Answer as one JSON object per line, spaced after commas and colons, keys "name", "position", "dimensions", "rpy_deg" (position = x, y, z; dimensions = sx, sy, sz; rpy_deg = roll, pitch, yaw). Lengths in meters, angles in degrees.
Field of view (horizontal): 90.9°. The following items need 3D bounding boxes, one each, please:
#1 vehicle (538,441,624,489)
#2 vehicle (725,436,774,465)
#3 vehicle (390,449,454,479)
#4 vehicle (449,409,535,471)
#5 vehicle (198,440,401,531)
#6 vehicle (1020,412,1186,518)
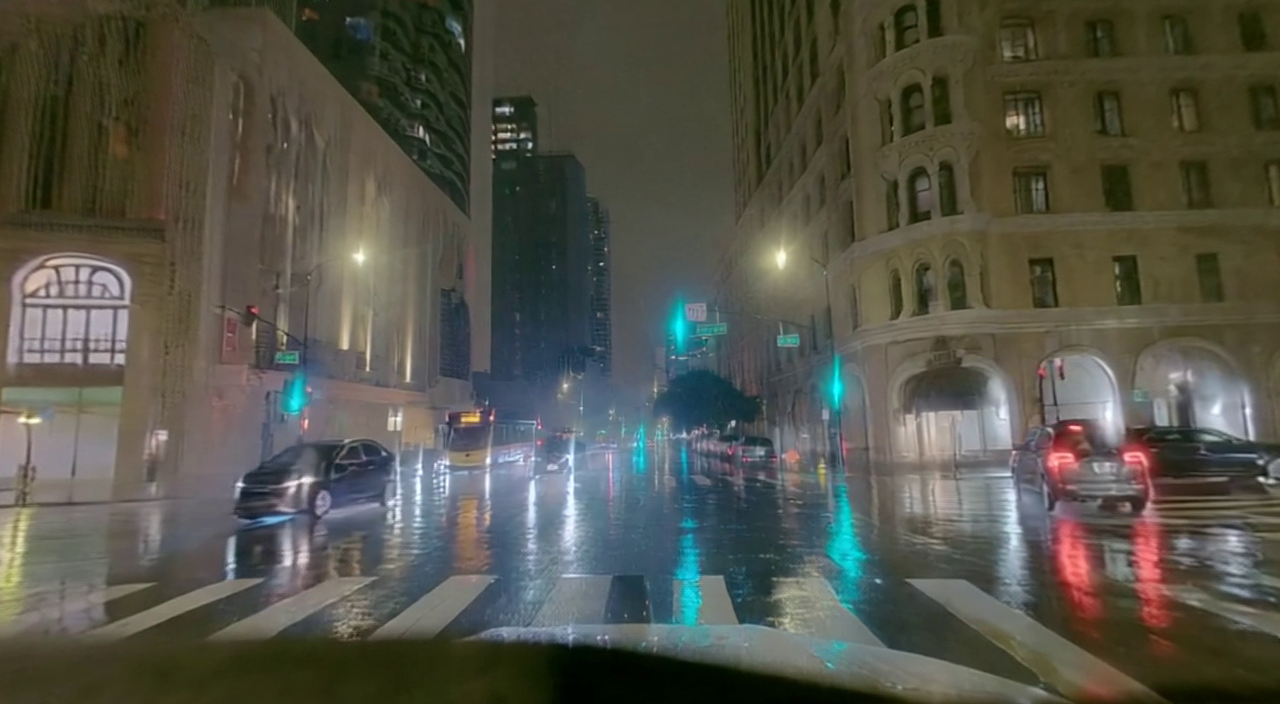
{"name": "vehicle", "position": [-2.113, 3.702, 21.159], "dimensions": [1.904, 1.402, 4.759], "rpy_deg": [3, -9, -18]}
{"name": "vehicle", "position": [6.243, 5.643, 36.296], "dimensions": [1.926, 1.574, 3.961], "rpy_deg": [0, -8, -2]}
{"name": "vehicle", "position": [-11.939, 6.115, 34.796], "dimensions": [1.998, 1.505, 4.405], "rpy_deg": [0, -8, 0]}
{"name": "vehicle", "position": [-8.930, 5.564, 39.601], "dimensions": [2.981, 3.391, 9.957], "rpy_deg": [0, -8, 0]}
{"name": "vehicle", "position": [-6.483, 2.544, 12.639], "dimensions": [1.861, 1.508, 4.052], "rpy_deg": [0, -8, -1]}
{"name": "vehicle", "position": [8.353, 1.996, 11.607], "dimensions": [1.912, 1.505, 4.889], "rpy_deg": [-6, -10, 34]}
